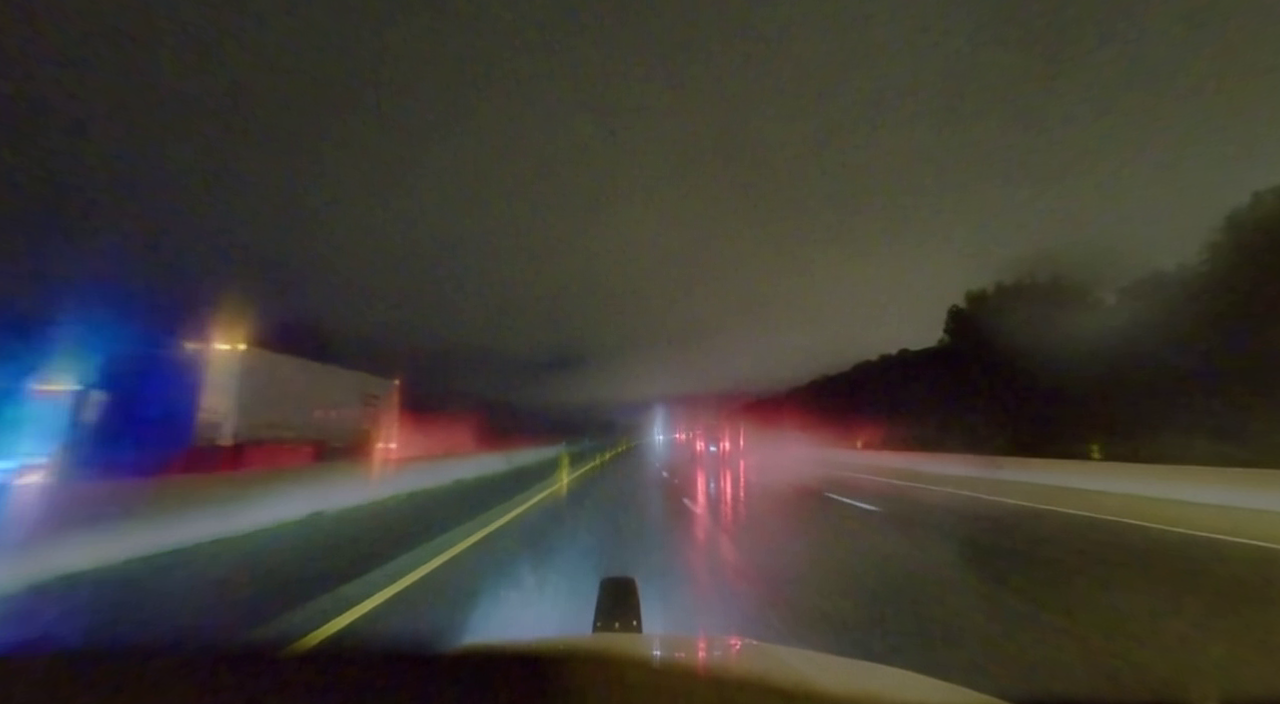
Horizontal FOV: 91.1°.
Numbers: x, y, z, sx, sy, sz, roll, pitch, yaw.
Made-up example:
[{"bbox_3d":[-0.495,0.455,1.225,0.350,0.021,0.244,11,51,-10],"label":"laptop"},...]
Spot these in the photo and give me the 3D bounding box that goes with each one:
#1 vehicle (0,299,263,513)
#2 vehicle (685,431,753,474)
[{"bbox_3d":[-12.350,1.387,14.853,2.955,4.003,6.220,0,-8,-1],"label":"vehicle"},{"bbox_3d":[3.095,4.038,25.586,2.084,1.583,4.420,0,-8,-1],"label":"vehicle"}]
